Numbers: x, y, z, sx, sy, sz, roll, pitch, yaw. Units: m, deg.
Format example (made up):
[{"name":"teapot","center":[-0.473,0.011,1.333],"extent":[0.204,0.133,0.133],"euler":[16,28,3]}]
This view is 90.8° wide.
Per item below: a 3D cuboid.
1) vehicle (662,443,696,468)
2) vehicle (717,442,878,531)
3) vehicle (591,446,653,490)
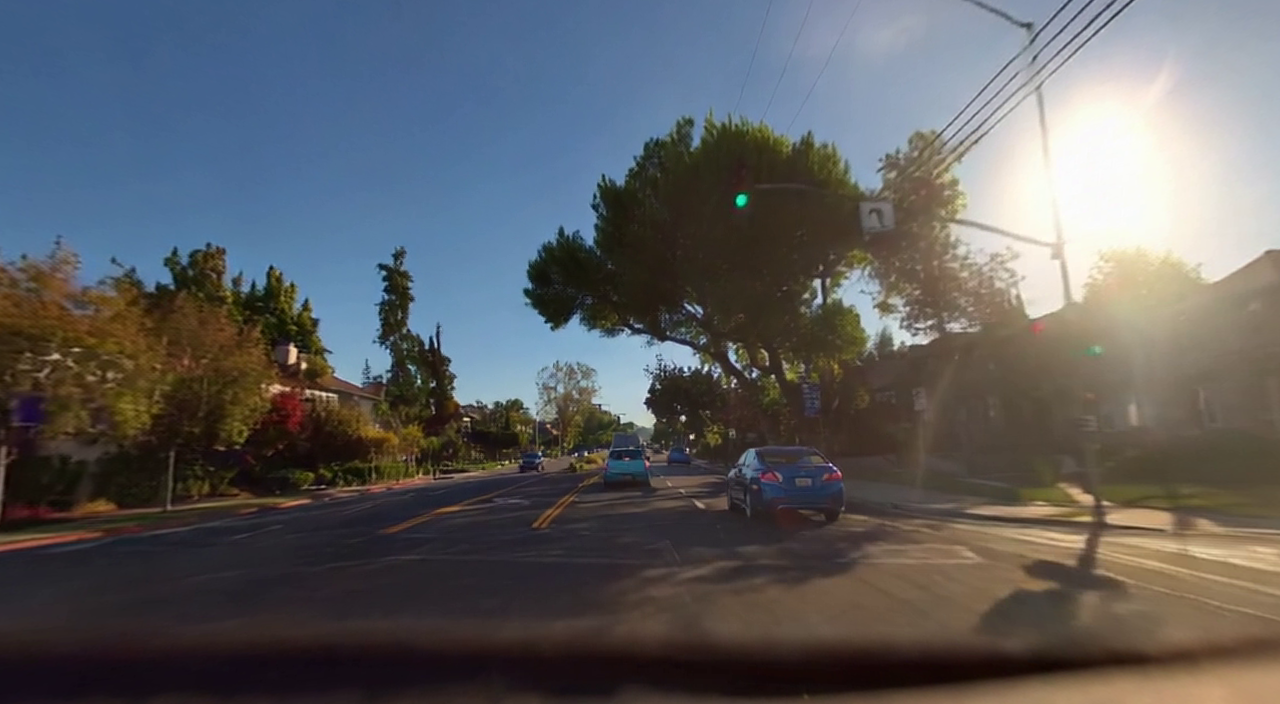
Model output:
[{"name":"vehicle","center":[3.014,8.087,49.470],"extent":[2.187,1.847,4.553],"euler":[1,-9,-2]},{"name":"vehicle","center":[2.882,2.564,12.683],"extent":[1.973,1.447,4.402],"euler":[0,-9,-2]},{"name":"vehicle","center":[-0.655,4.262,23.629],"extent":[2.114,1.483,4.207],"euler":[0,-8,-2]}]
